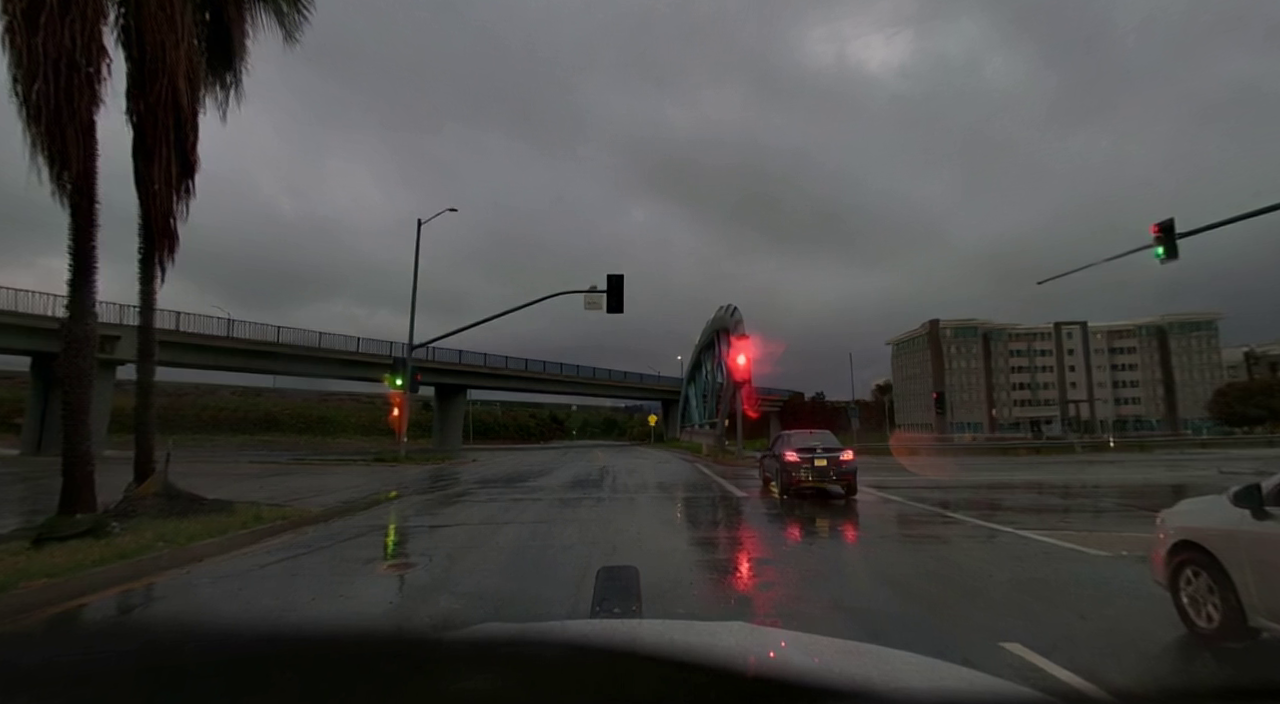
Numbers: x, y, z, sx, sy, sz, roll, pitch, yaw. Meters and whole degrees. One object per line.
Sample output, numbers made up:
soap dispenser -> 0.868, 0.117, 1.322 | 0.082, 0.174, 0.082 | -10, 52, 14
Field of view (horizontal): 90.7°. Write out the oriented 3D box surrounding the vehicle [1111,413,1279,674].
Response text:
vehicle -> 4.517, 0.972, 2.758 | 1.959, 1.485, 4.628 | -2, -9, 9
